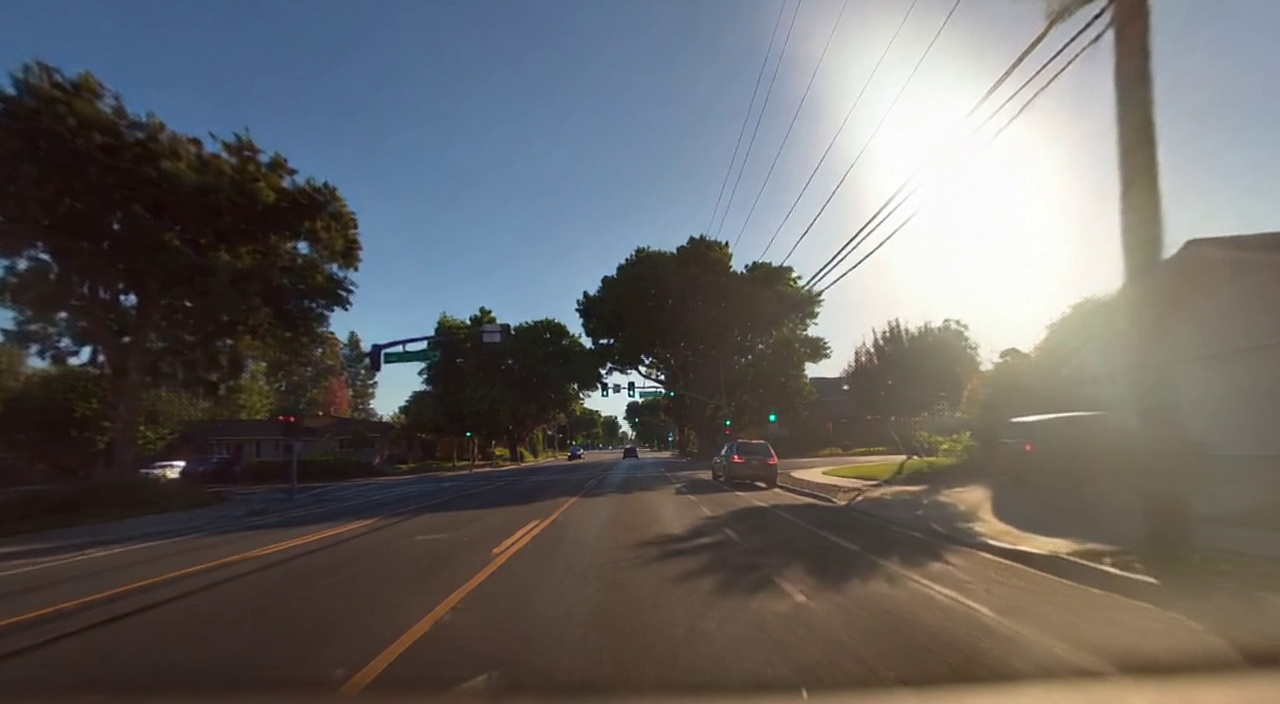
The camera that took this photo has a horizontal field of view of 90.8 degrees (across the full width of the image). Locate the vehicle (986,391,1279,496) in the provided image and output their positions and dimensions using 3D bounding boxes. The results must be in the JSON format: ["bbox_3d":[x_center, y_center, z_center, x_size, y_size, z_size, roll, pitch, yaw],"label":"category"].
[{"bbox_3d":[10.147,2.031,13.534,4.434,1.730,2.081,-8,-11,23],"label":"vehicle"}]

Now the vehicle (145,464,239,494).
[{"bbox_3d":[-29.742,8.421,42.029,4.830,1.521,1.948,-5,-10,-1],"label":"vehicle"}]

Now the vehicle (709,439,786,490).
[{"bbox_3d":[3.789,4.032,23.066,1.900,1.661,4.346,0,-8,-2],"label":"vehicle"}]

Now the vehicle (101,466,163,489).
[{"bbox_3d":[-39.968,9.862,49.799,1.722,1.569,4.038,-1,-8,-4],"label":"vehicle"}]
